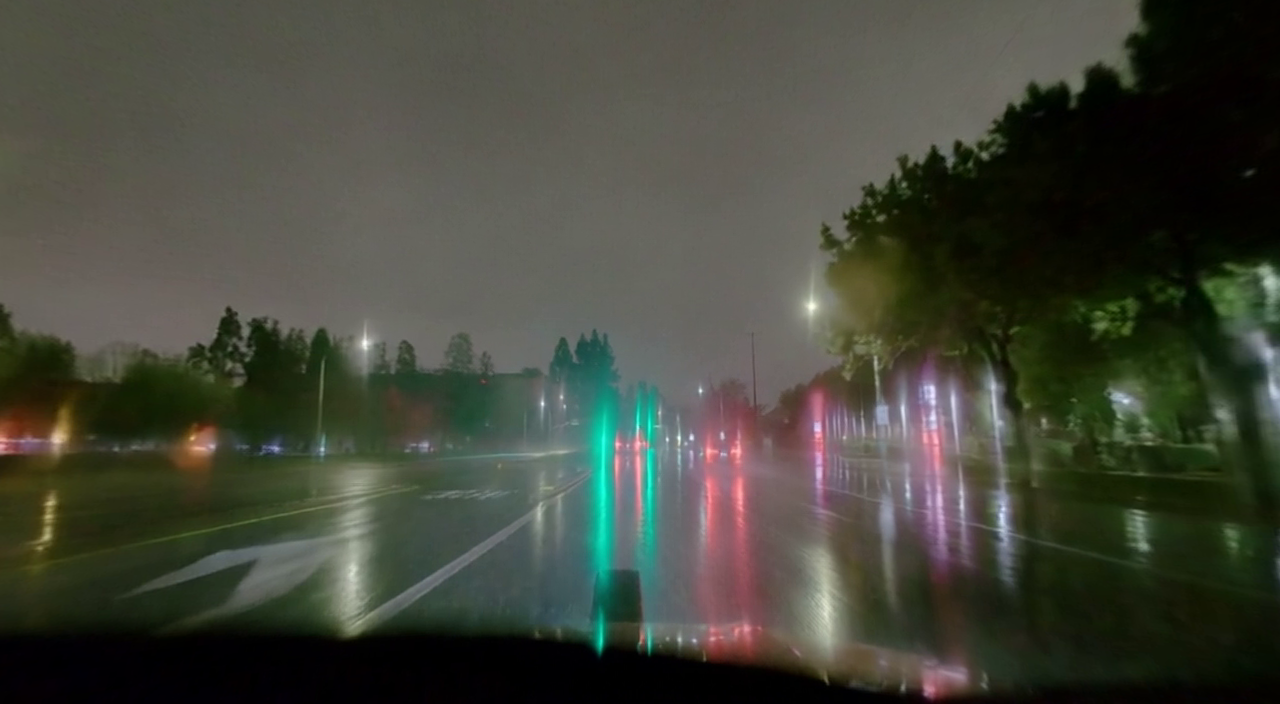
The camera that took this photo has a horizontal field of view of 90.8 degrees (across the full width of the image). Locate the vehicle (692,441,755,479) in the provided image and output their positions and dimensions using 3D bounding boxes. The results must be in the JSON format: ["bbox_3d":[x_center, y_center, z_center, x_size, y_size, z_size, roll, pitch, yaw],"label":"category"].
[{"bbox_3d":[3.476,4.577,27.062,1.948,1.479,4.620,1,-8,-2],"label":"vehicle"}]
